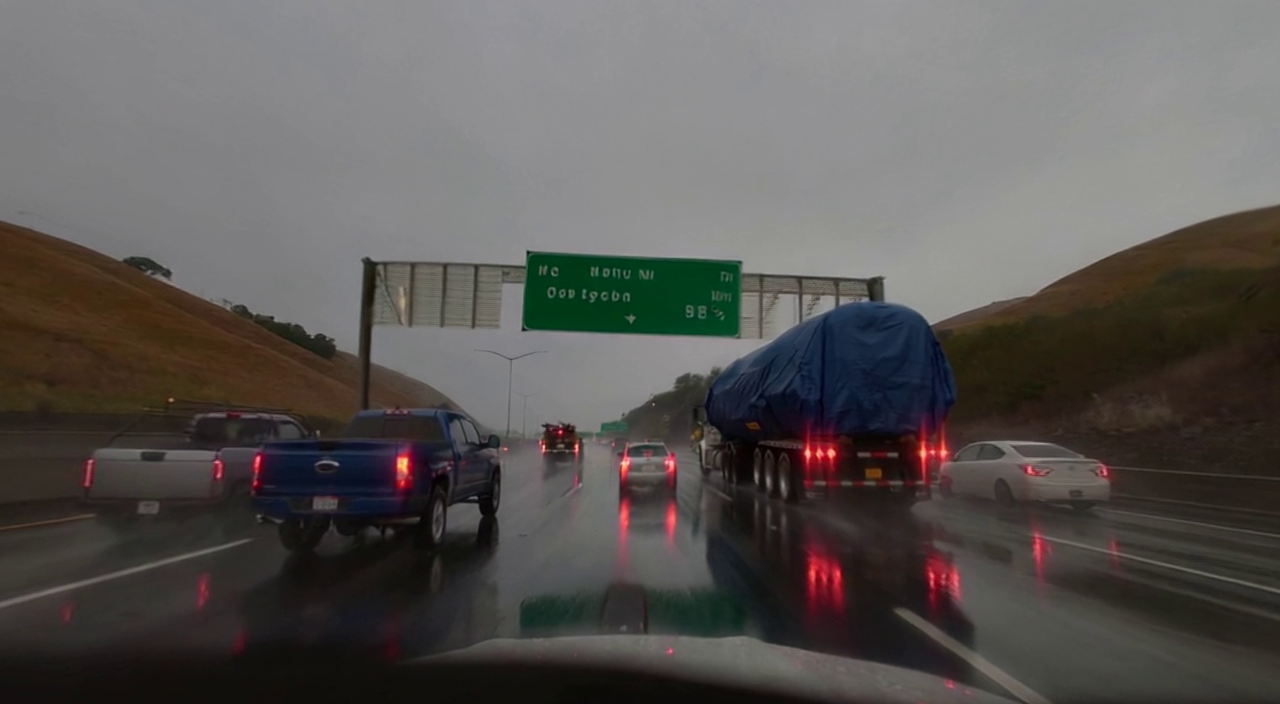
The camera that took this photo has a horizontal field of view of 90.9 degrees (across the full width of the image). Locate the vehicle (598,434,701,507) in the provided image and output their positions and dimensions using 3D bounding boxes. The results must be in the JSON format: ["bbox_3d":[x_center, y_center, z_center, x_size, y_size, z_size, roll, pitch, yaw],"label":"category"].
[{"bbox_3d":[0.127,2.703,14.850,2.105,1.471,3.978,0,-8,-2],"label":"vehicle"}]

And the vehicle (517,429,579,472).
[{"bbox_3d":[-4.204,4.619,29.720,2.348,1.821,5.061,0,-8,-2],"label":"vehicle"}]

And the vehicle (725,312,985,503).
[{"bbox_3d":[3.388,1.128,11.607,2.790,2.718,5.253,0,-8,-1],"label":"vehicle"}]

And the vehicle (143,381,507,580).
[{"bbox_3d":[-3.591,1.615,8.807,2.318,1.902,5.374,0,-8,0],"label":"vehicle"}]

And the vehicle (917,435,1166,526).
[{"bbox_3d":[7.610,2.434,12.611,2.092,1.495,4.194,0,-8,-2],"label":"vehicle"}]
